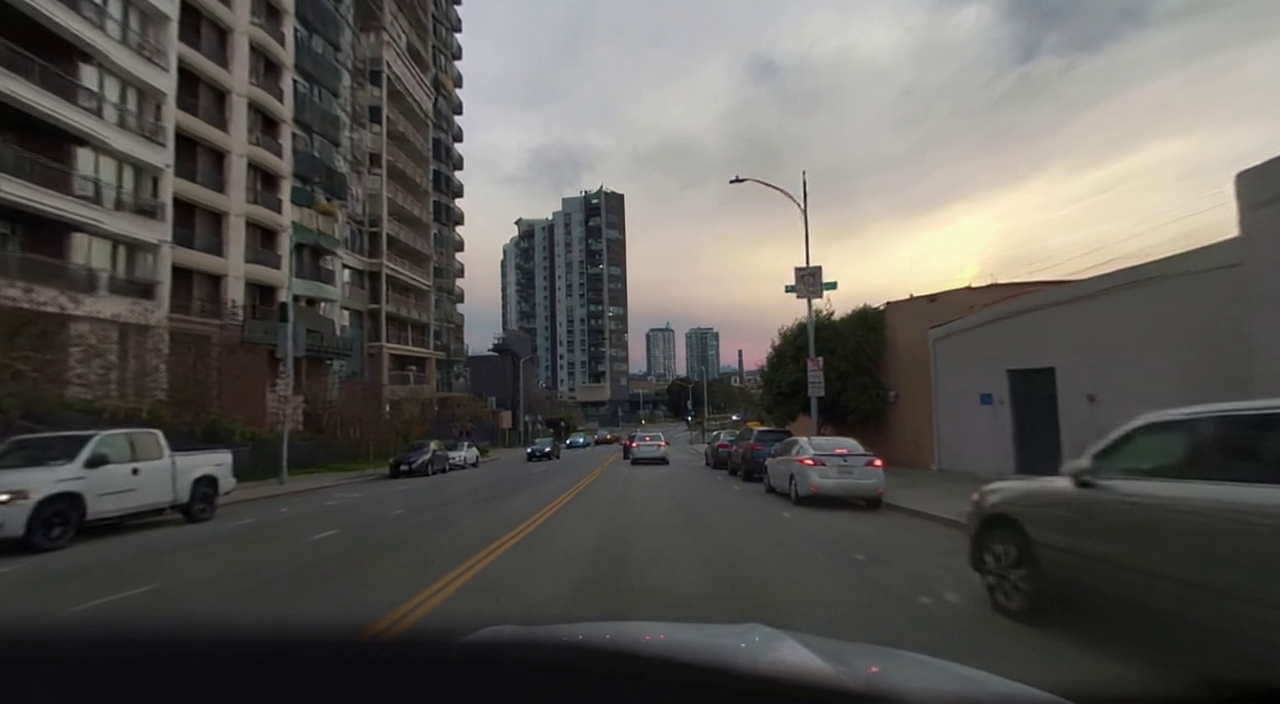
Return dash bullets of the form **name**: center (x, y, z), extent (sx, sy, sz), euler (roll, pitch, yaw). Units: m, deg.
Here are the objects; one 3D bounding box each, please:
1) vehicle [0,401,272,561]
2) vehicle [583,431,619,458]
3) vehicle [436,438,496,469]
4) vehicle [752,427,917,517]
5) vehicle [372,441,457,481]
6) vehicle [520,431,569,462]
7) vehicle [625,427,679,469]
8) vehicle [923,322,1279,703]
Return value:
- **vehicle**: center (-9.251, 2.064, 10.911), extent (2.457, 2.048, 5.461), euler (0, -8, 0)
- **vehicle**: center (-2.613, 6.366, 43.321), extent (2.219, 1.746, 4.197), euler (0, -8, 0)
- **vehicle**: center (-9.298, 5.476, 34.114), extent (2.002, 1.546, 4.339), euler (0, -8, 0)
- **vehicle**: center (3.640, 2.335, 12.785), extent (2.033, 1.470, 4.502), euler (-1, -8, 2)
- **vehicle**: center (-9.211, 4.462, 26.195), extent (2.021, 1.474, 4.337), euler (0, -8, -2)
- **vehicle**: center (-5.982, 6.003, 40.166), extent (2.345, 1.831, 4.828), euler (-1, -8, 1)
- **vehicle**: center (0.539, 4.337, 28.633), extent (2.261, 1.740, 4.065), euler (0, -8, 1)
- **vehicle**: center (3.718, 0.863, 3.165), extent (2.260, 1.789, 4.810), euler (0, -8, -1)
